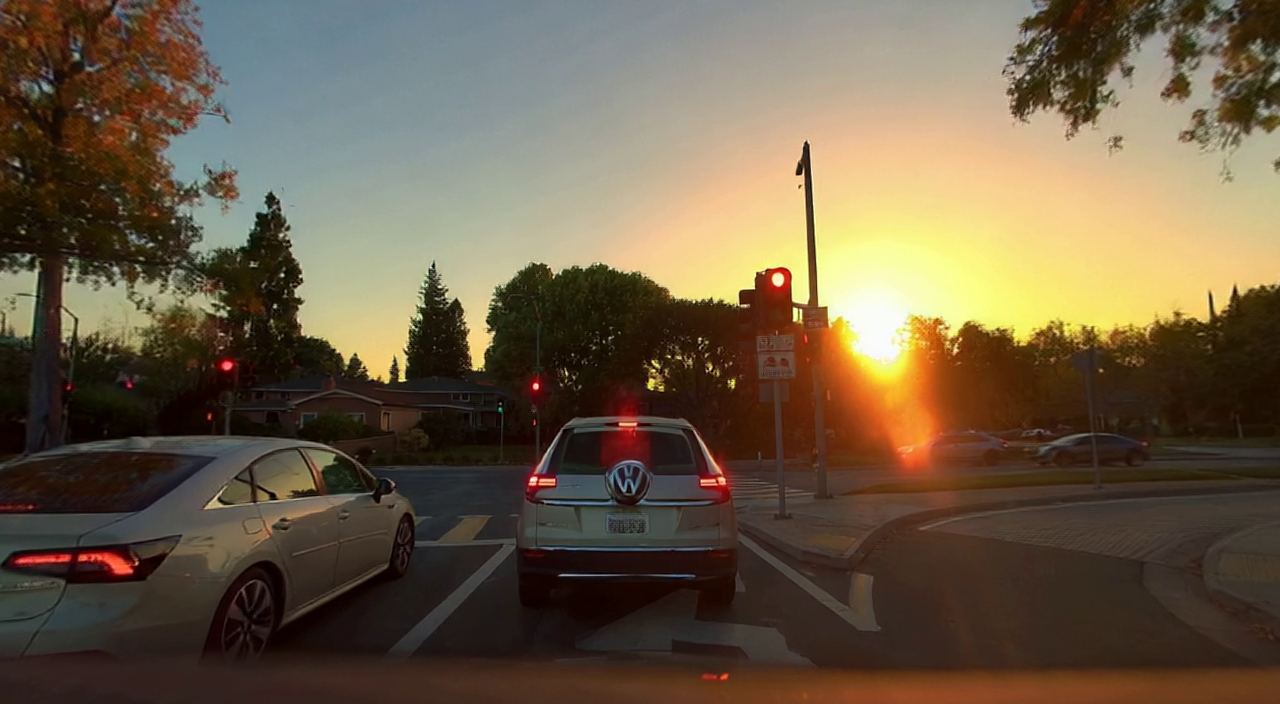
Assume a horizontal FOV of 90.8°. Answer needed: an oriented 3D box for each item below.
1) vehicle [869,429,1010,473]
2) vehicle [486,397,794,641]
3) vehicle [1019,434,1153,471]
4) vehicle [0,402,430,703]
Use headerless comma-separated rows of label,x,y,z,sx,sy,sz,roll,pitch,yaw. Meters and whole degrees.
vehicle,12.562,4.197,26.809,4.887,1.769,2.035,-1,-9,5
vehicle,-0.141,1.470,6.567,2.154,1.670,4.140,1,-9,-4
vehicle,20.621,4.650,29.399,4.639,1.621,1.867,-1,-9,6
vehicle,-3.301,1.272,4.730,2.035,1.492,4.415,0,-9,-2
